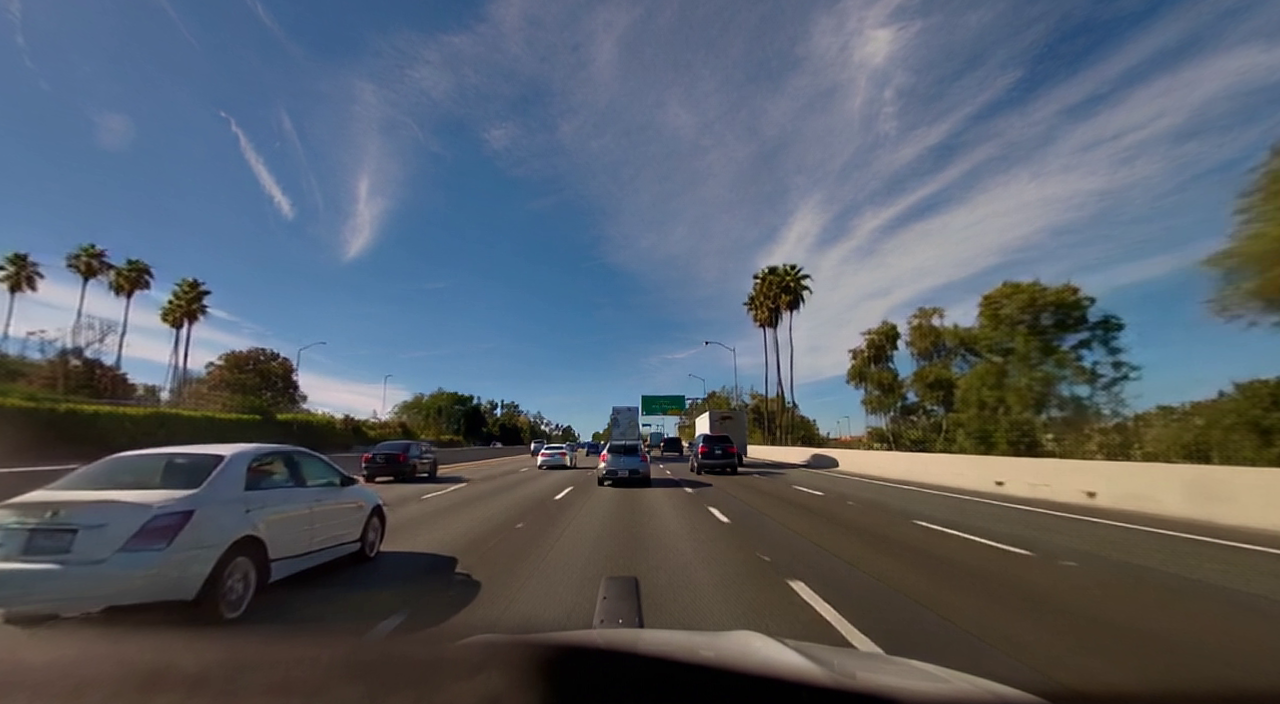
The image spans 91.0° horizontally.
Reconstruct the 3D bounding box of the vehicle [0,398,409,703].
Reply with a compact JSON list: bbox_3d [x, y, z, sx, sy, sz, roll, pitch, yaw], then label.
[{"bbox_3d":[-3.647,1.256,4.836,2.064,1.475,4.489,0,-8,0],"label":"vehicle"}]

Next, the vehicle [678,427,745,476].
[{"bbox_3d":[2.886,4.143,26.496,2.173,1.870,4.499,0,-8,-2],"label":"vehicle"}]

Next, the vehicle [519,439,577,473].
[{"bbox_3d":[-4.054,4.666,28.479,1.998,1.423,4.436,0,-8,0],"label":"vehicle"}]

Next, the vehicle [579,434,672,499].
[{"bbox_3d":[-0.338,2.908,16.403,2.136,1.470,3.971,0,-8,0],"label":"vehicle"}]

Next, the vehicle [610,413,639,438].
[{"bbox_3d":[-1.213,5.837,49.599,2.206,1.803,4.569,0,-8,-1],"label":"vehicle"}]
